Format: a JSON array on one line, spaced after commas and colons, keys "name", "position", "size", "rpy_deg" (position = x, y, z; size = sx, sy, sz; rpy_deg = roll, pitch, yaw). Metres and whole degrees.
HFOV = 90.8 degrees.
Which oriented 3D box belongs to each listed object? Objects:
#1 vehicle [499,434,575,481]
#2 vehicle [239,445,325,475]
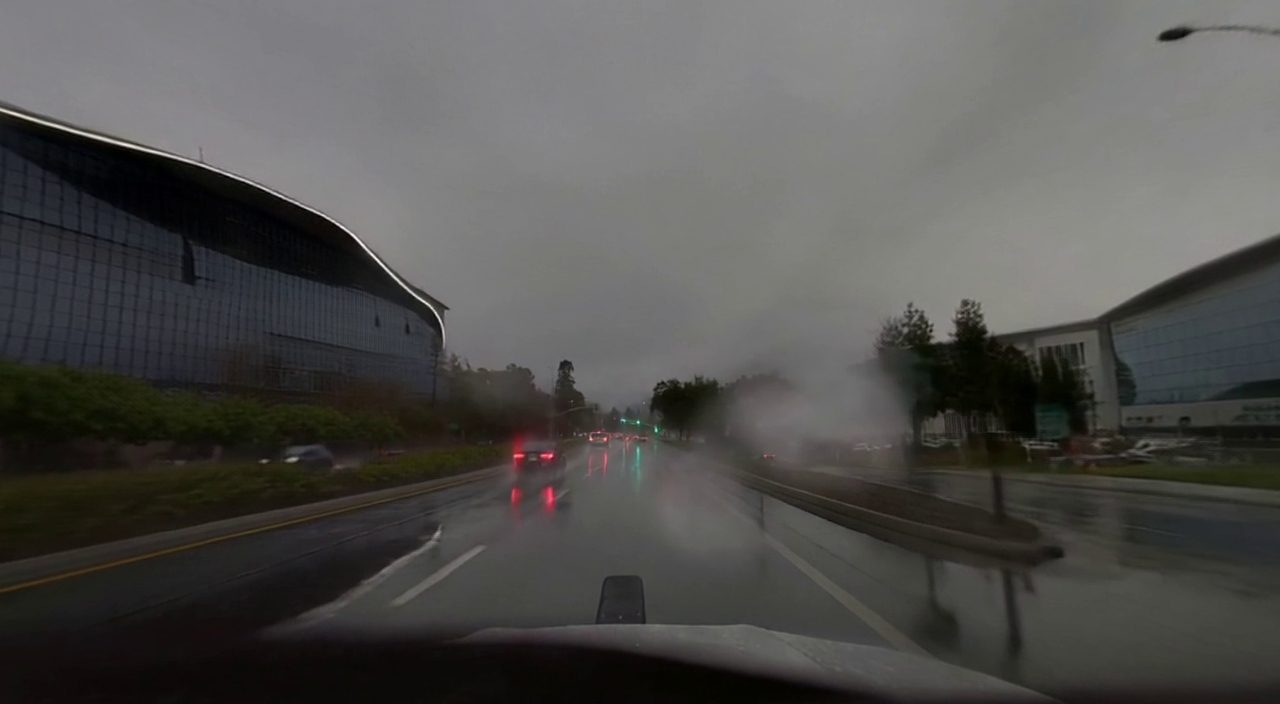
[{"name": "vehicle", "position": [-3.633, 3.828, 23.236], "size": [1.984, 1.521, 4.682], "rpy_deg": [0, -8, 1]}, {"name": "vehicle", "position": [-19.375, 5.832, 34.466], "size": [1.895, 1.514, 4.766], "rpy_deg": [0, -8, 0]}]
